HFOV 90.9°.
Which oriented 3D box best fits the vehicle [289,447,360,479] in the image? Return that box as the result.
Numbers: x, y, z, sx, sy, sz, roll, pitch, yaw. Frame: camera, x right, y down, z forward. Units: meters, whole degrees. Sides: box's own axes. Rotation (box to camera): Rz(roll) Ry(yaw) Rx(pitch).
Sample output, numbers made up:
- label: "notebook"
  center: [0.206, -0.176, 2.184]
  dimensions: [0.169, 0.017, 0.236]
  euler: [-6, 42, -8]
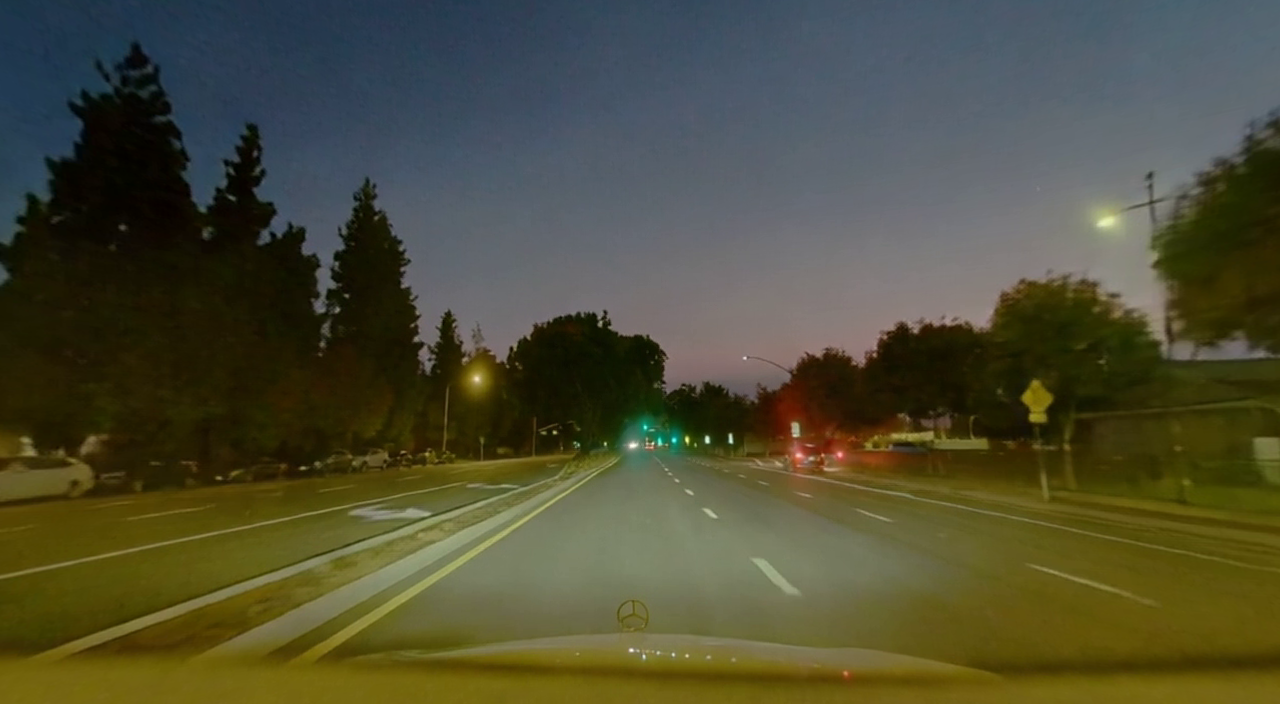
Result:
- label: "vehicle"
  center: [-17.950, 6.303, 36.063]
  dimensions: [1.952, 1.649, 4.414]
  euler: [0, -8, -3]

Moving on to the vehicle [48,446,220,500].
- label: "vehicle"
  center: [-18.013, 4.282, 22.858]
  dimensions: [2.200, 1.730, 4.886]
  euler: [0, -8, -1]

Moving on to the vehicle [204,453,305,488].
- label: "vehicle"
  center: [-17.990, 5.516, 29.699]
  dimensions: [1.839, 1.456, 4.507]
  euler: [0, -8, 0]

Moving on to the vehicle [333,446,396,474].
- label: "vehicle"
  center: [-18.068, 7.102, 41.635]
  dimensions: [2.115, 1.716, 4.900]
  euler: [0, -8, -2]
